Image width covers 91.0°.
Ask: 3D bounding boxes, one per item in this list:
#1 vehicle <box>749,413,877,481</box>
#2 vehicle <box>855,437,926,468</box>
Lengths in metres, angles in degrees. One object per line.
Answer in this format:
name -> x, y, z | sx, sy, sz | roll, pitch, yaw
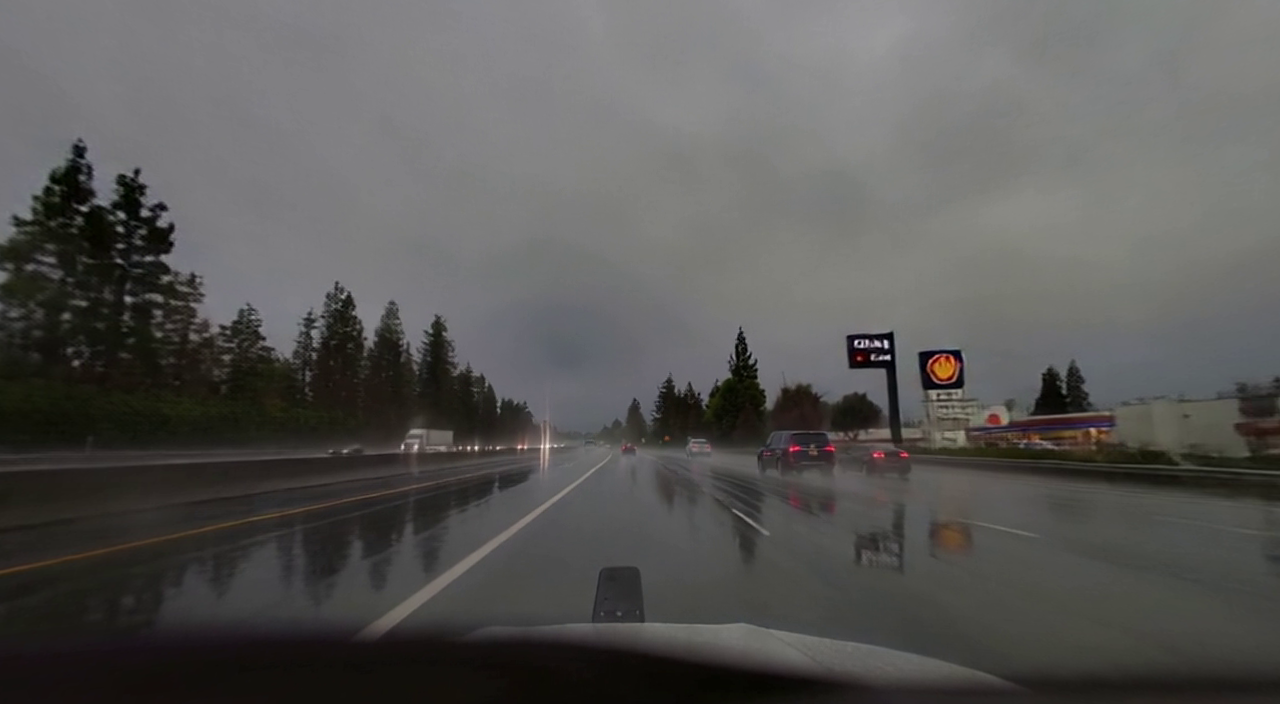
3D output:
vehicle -> 6.680, 3.876, 25.788 | 2.779, 2.339, 8.073 | 0, -8, -1
vehicle -> 14.070, 5.668, 35.627 | 2.072, 1.611, 4.387 | 0, -8, -2
